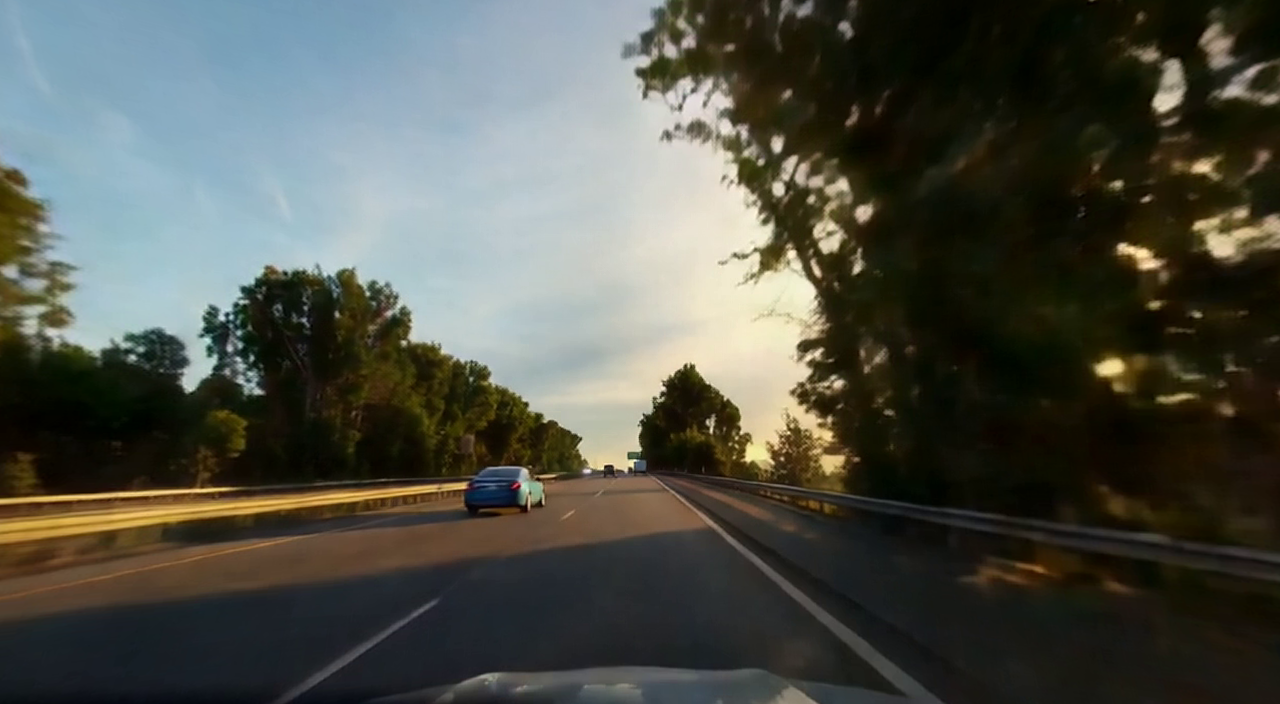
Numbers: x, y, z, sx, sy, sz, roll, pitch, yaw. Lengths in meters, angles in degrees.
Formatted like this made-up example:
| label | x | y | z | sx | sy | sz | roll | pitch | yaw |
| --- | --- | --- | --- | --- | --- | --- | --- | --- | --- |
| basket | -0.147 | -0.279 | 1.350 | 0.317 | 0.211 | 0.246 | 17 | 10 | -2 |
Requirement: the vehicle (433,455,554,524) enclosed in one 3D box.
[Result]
| label | x | y | z | sx | sy | sz | roll | pitch | yaw |
| --- | --- | --- | --- | --- | --- | --- | --- | --- | --- |
| vehicle | -3.697 | 3.608 | 16.879 | 2.006 | 1.516 | 4.820 | 1 | -11 | 1 |
